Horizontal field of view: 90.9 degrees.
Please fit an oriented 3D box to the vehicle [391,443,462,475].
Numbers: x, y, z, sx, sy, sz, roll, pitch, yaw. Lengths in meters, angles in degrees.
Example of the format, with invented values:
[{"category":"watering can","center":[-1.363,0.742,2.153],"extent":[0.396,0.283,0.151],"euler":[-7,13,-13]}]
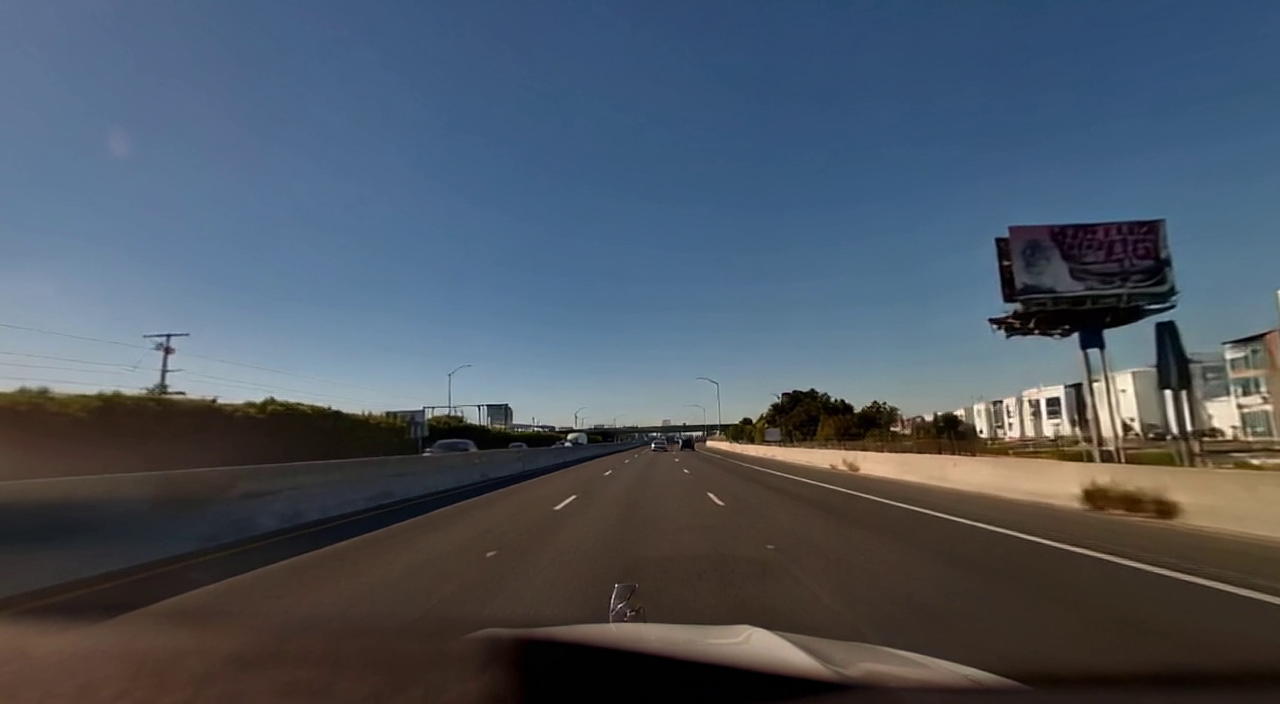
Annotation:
[{"category":"vehicle","center":[-10.563,5.287,31.553],"extent":[1.886,1.454,4.563],"euler":[0,-8,1]}]
